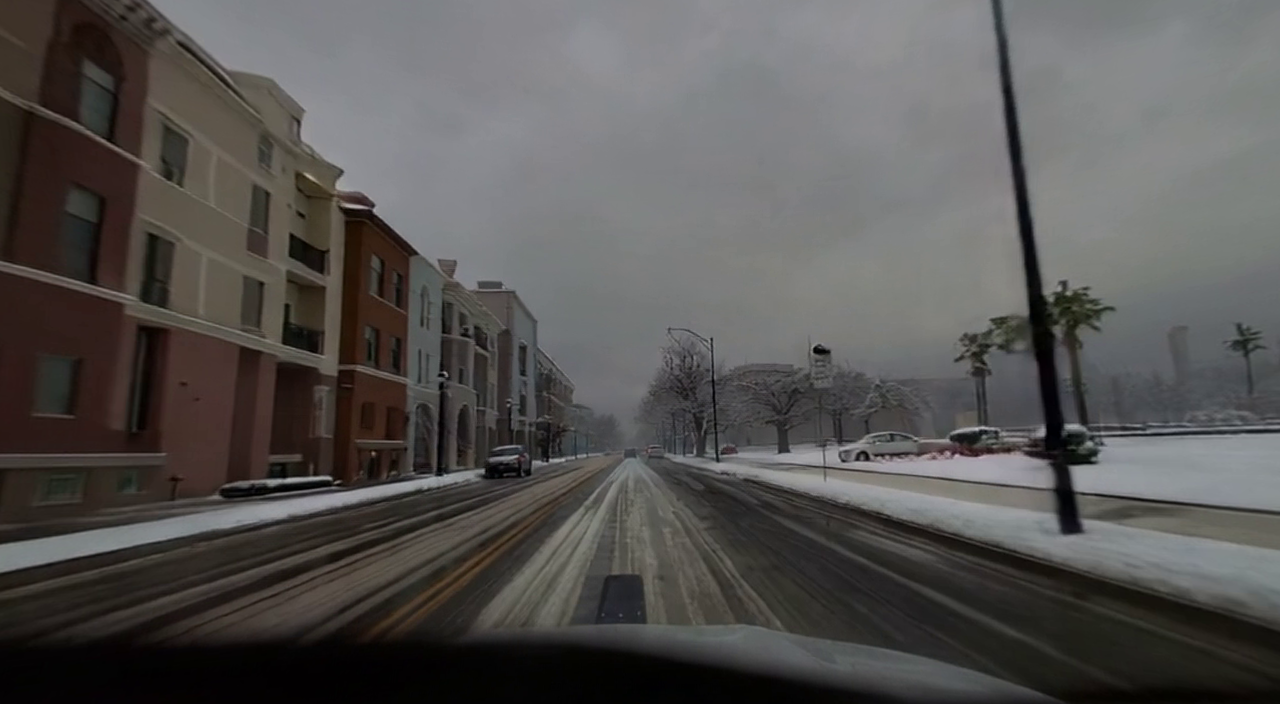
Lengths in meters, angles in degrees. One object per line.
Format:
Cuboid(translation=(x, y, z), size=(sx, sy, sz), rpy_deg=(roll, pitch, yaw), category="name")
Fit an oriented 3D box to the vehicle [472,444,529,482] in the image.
Cuboid(translation=(-6.892, 5.504, 31.618), size=(1.946, 1.640, 4.430), rpy_deg=(-2, -9, -1), category="vehicle")
